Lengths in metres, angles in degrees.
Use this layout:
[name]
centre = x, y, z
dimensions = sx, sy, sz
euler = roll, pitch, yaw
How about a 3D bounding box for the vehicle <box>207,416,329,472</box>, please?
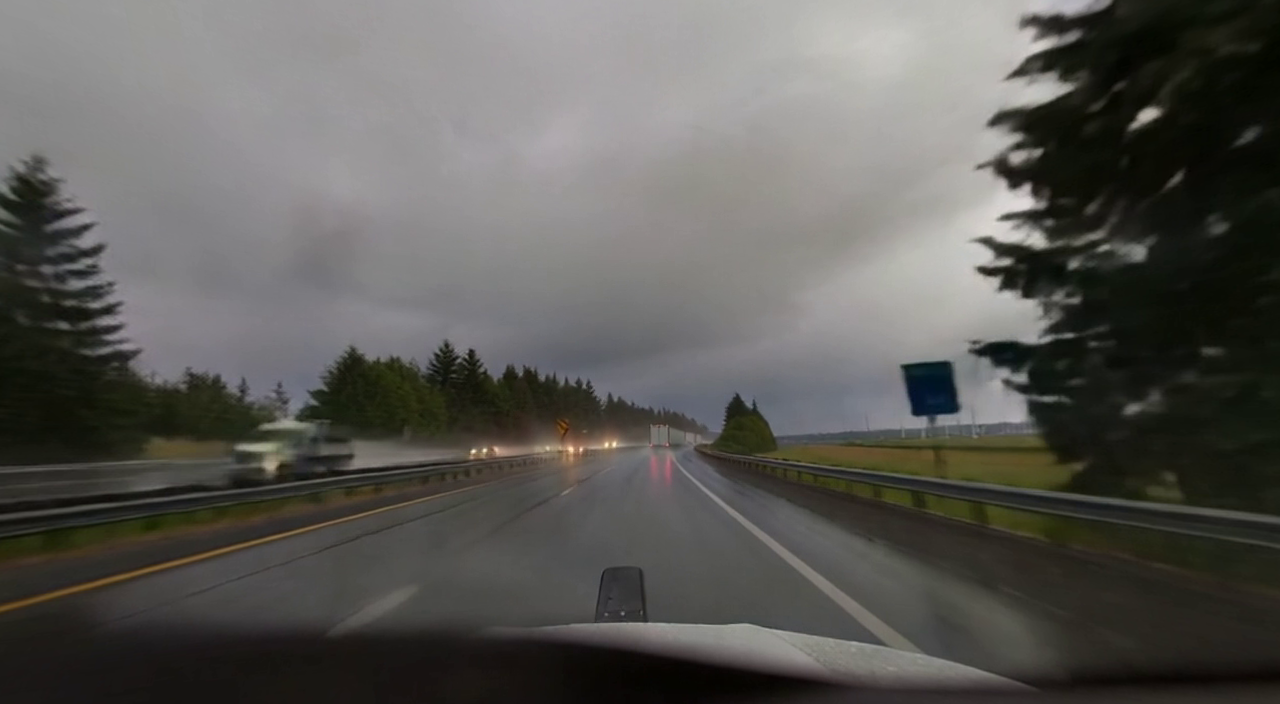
[vehicle]
centre = -16.709, 4.214, 28.737
dimensions = 2.169, 2.282, 5.319
euler = 0, -9, 1
